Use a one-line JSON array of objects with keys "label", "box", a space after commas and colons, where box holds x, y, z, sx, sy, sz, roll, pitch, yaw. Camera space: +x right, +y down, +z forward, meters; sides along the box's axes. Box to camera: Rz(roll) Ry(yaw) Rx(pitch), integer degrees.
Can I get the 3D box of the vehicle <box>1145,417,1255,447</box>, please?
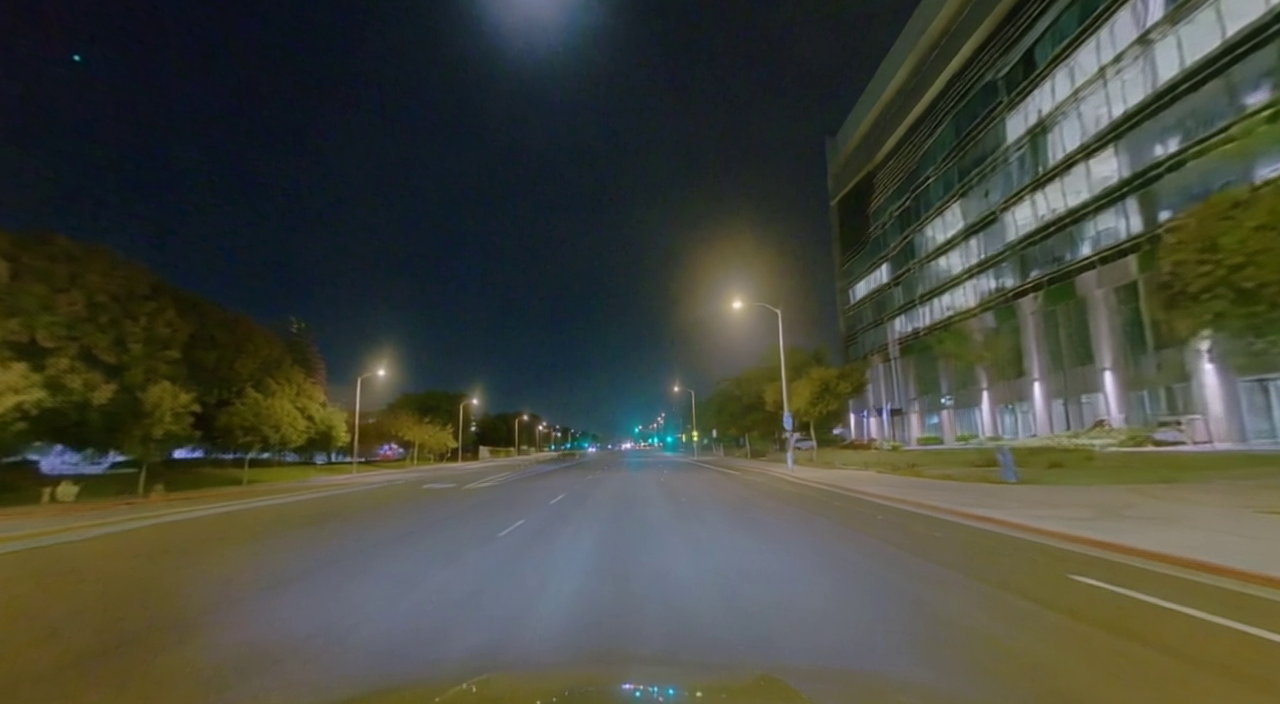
[{"label": "vehicle", "box": [32.679, 4.708, 36.951, 4.531, 1.672, 1.895, 0, -9, 0]}]
